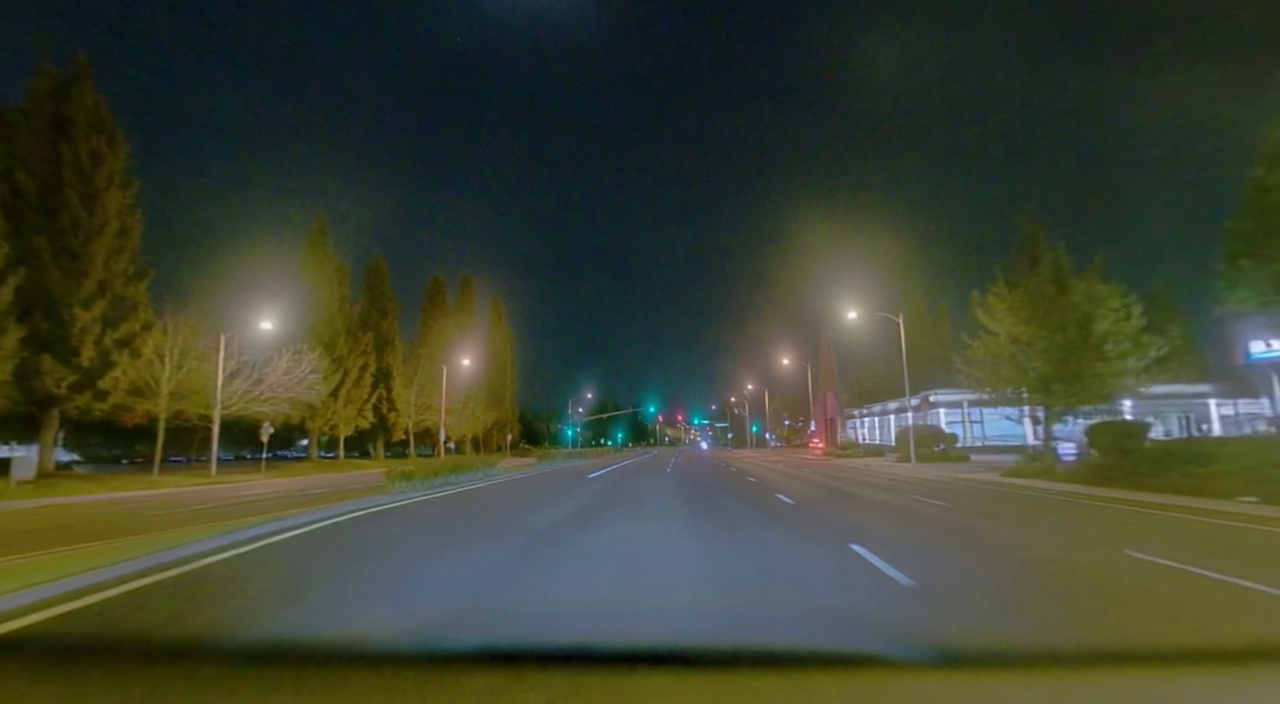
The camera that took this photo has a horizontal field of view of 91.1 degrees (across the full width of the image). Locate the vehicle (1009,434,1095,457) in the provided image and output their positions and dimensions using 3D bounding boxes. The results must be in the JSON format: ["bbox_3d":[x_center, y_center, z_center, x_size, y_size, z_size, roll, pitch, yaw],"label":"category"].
[{"bbox_3d":[27.747,6.312,42.365,4.440,1.378,1.936,0,-6,5],"label":"vehicle"}]
